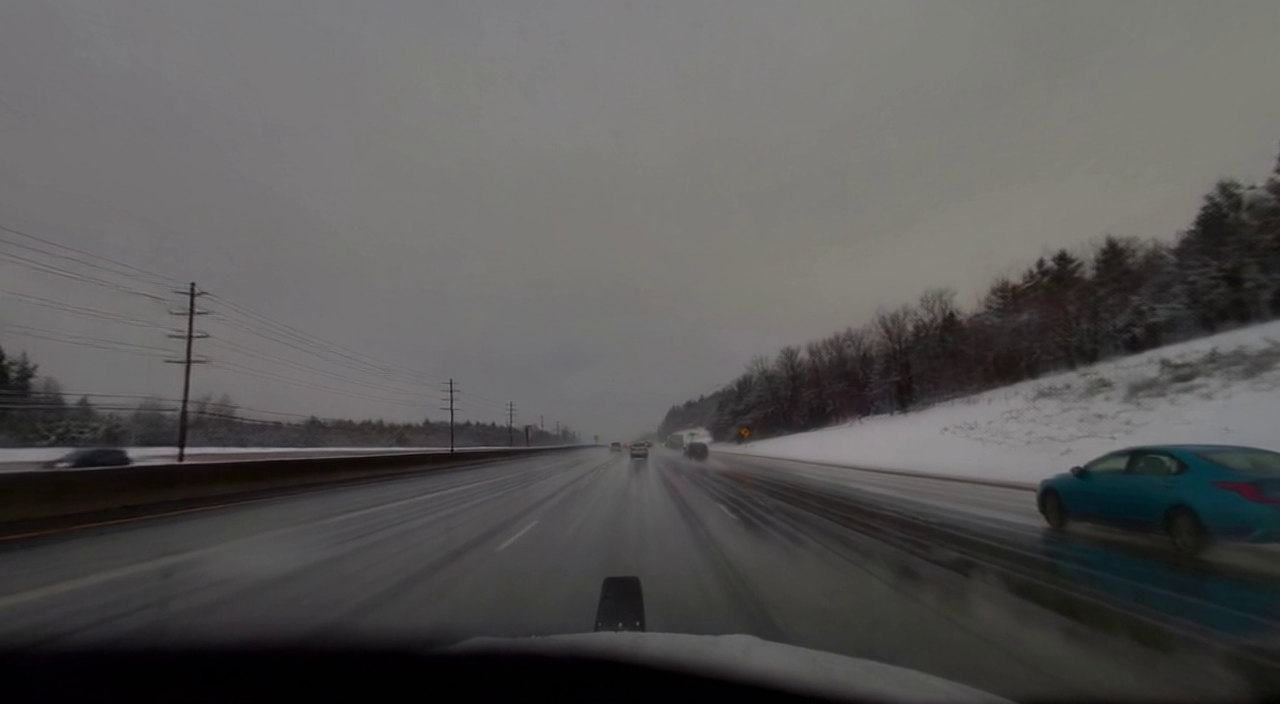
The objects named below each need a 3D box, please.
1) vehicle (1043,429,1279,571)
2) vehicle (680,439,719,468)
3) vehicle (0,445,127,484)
[{"bbox_3d":[8.052,1.881,8.578,1.970,1.545,4.818,0,-8,0],"label":"vehicle"},{"bbox_3d":[3.826,6.596,41.189,2.159,1.782,4.673,0,-8,0],"label":"vehicle"},{"bbox_3d":[-23.609,4.578,25.941,1.655,1.474,3.715,0,-8,2],"label":"vehicle"}]
